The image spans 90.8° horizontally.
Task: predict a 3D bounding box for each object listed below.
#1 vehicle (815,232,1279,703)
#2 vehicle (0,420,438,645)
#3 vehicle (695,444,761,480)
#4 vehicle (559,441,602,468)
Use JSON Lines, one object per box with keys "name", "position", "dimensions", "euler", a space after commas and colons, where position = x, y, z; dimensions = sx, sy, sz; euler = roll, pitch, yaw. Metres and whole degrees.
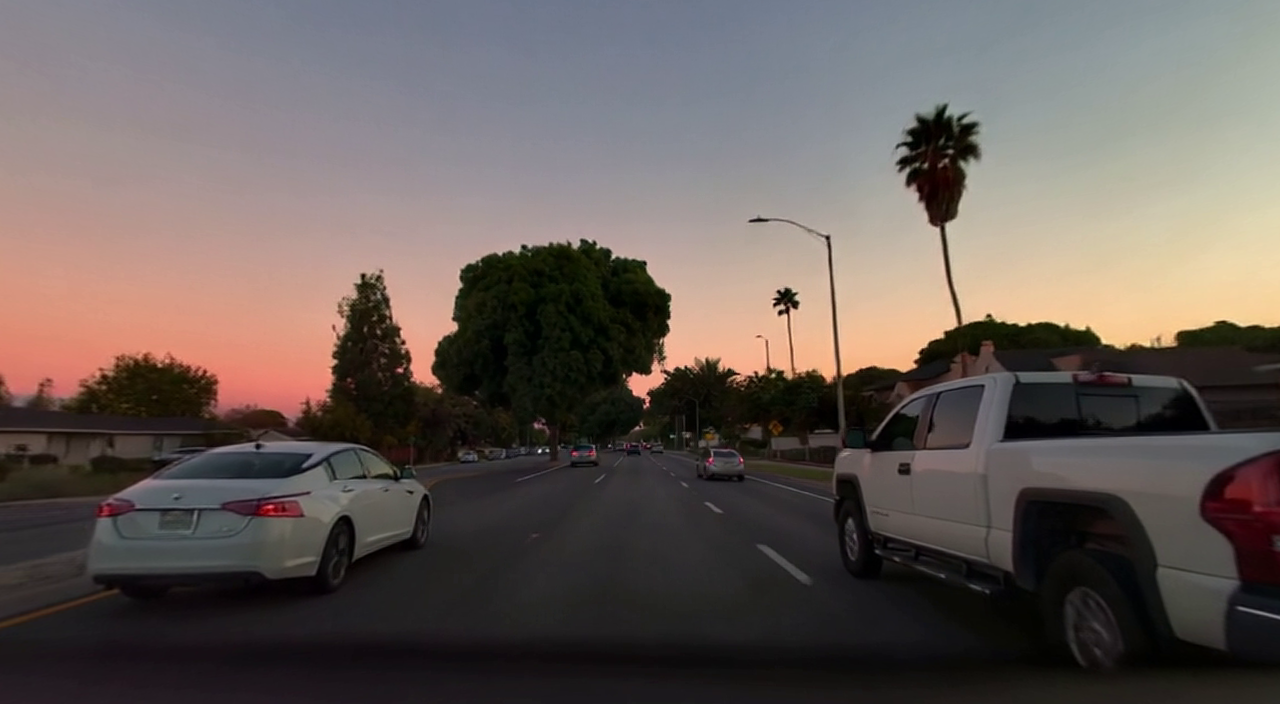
{"name": "vehicle", "position": [3.363, 1.011, 4.687], "dimensions": [2.478, 2.030, 5.723], "euler": [0, -8, 0]}
{"name": "vehicle", "position": [-3.794, 1.542, 6.505], "dimensions": [2.094, 1.509, 4.286], "euler": [0, -8, -1]}
{"name": "vehicle", "position": [3.769, 4.795, 27.835], "dimensions": [2.149, 1.421, 4.805], "euler": [0, -8, -1]}
{"name": "vehicle", "position": [-3.581, 6.328, 39.058], "dimensions": [2.263, 1.548, 4.555], "euler": [0, -8, 0]}
